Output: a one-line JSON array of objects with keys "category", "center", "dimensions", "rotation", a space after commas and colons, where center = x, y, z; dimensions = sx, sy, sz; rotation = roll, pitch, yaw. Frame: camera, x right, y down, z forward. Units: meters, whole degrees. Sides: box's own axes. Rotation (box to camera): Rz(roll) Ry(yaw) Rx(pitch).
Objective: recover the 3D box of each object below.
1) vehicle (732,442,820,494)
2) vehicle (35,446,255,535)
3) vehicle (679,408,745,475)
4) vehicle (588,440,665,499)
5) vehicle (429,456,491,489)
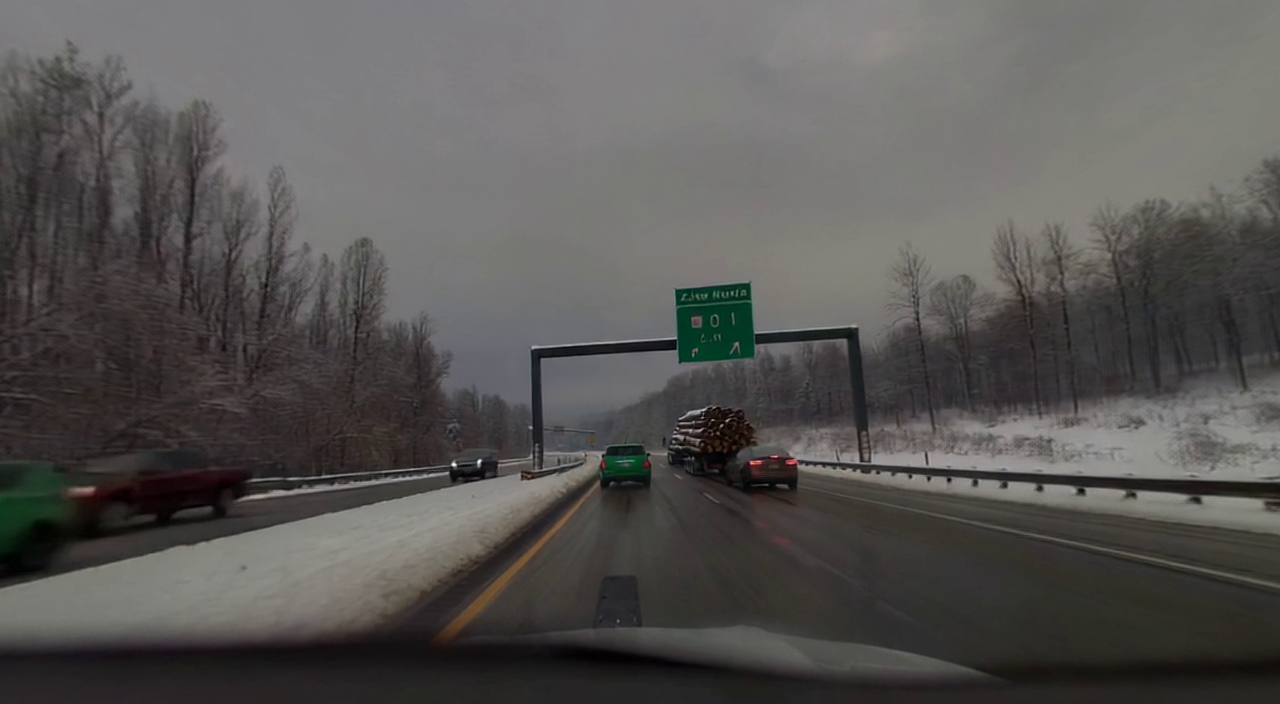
[{"category": "vehicle", "center": [4.774, 4.125, 22.719], "dimensions": [2.057, 1.660, 4.525], "rotation": [0, -9, -1]}, {"category": "vehicle", "center": [-13.381, 3.693, 17.485], "dimensions": [2.215, 2.079, 4.694], "rotation": [-1, -9, 0]}, {"category": "vehicle", "center": [4.522, 5.922, 41.112], "dimensions": [3.125, 3.895, 8.461], "rotation": [0, -9, -1]}, {"category": "vehicle", "center": [-0.435, 3.784, 20.558], "dimensions": [2.263, 1.699, 3.936], "rotation": [0, -9, -1]}, {"category": "vehicle", "center": [-9.249, 6.188, 32.503], "dimensions": [2.075, 1.516, 3.955], "rotation": [0, -9, 0]}]
